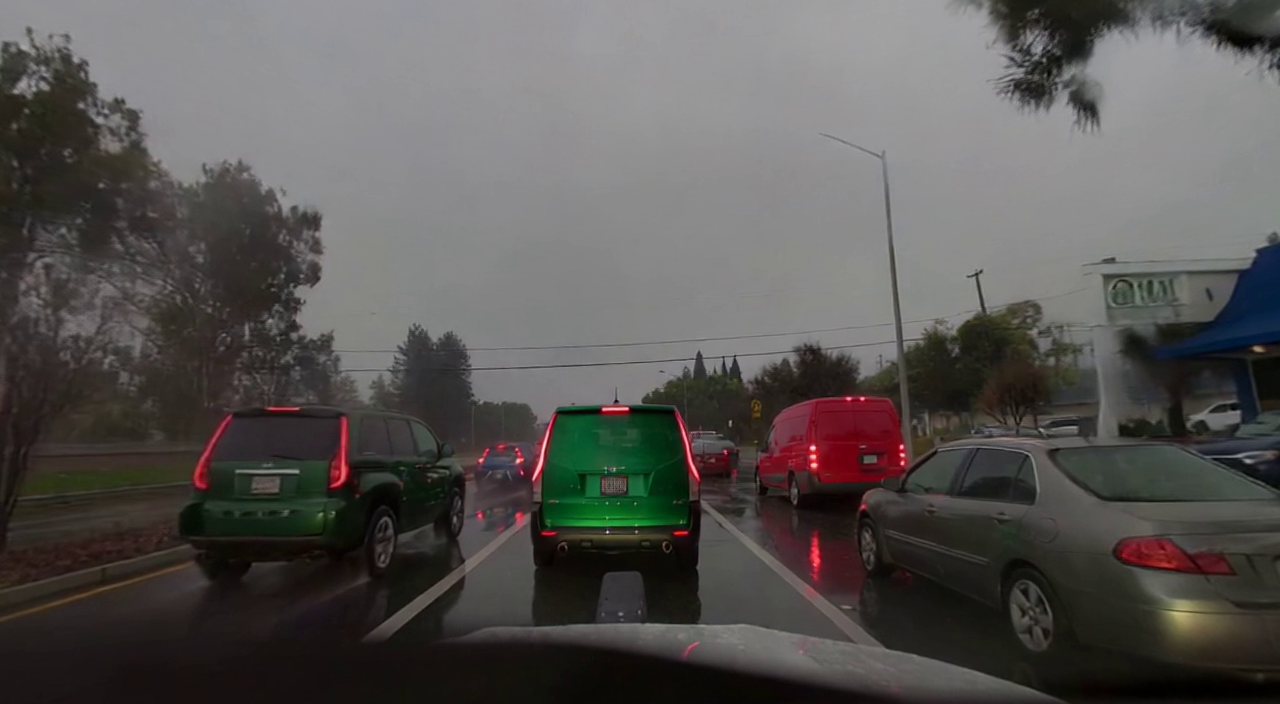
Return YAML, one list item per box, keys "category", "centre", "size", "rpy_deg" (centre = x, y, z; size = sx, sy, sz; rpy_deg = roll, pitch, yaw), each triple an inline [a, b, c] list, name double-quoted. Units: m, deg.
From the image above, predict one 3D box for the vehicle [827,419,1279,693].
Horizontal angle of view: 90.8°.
- category: "vehicle"
  centre: [3.360, 1.439, 5.694]
  size: [1.900, 1.477, 4.352]
  rpy_deg: [0, -9, -2]

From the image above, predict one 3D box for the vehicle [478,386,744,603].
- category: "vehicle"
  centre: [-0.293, 1.515, 7.526]
  size: [2.238, 1.825, 4.190]
  rpy_deg: [0, -9, -1]

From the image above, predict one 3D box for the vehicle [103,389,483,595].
- category: "vehicle"
  centre: [-3.689, 1.590, 7.998]
  size: [2.231, 1.853, 4.461]
  rpy_deg: [0, -9, 0]

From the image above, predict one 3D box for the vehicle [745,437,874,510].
- category: "vehicle"
  centre: [3.923, 2.865, 15.411]
  size: [1.875, 1.521, 4.192]
  rpy_deg: [0, -9, -1]
